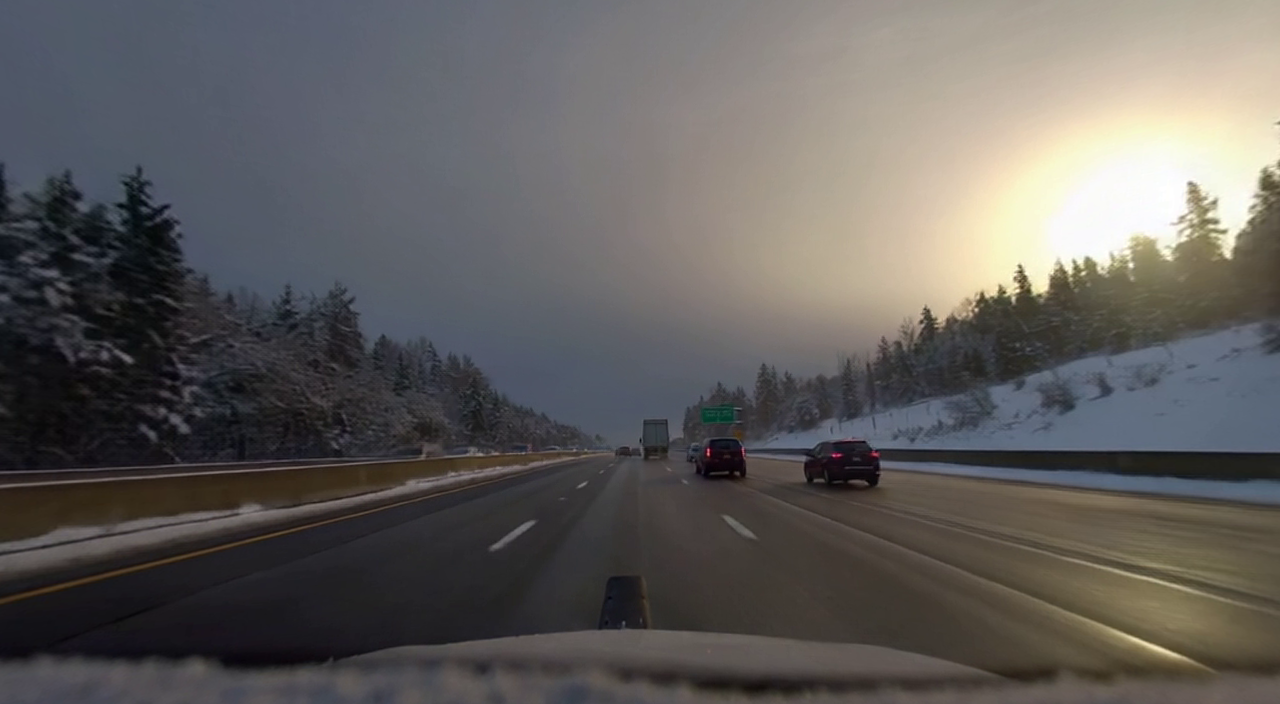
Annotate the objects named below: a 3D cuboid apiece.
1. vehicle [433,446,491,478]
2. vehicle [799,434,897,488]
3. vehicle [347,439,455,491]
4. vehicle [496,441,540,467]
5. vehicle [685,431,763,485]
[{"bbox_3d":[-8.685,5.365,31.015,1.833,1.441,3.593,0,-8,-1],"label":"vehicle"},{"bbox_3d":[7.290,3.854,22.647,1.976,1.703,4.288,0,-8,-1],"label":"vehicle"},{"bbox_3d":[-7.985,3.789,21.552,1.942,1.600,4.288,0,-8,1],"label":"vehicle"},{"bbox_3d":[-8.485,7.134,44.288,2.112,1.672,4.433,0,-8,1],"label":"vehicle"},{"bbox_3d":[3.089,4.019,24.254,2.209,1.862,4.717,0,-8,-2],"label":"vehicle"}]
